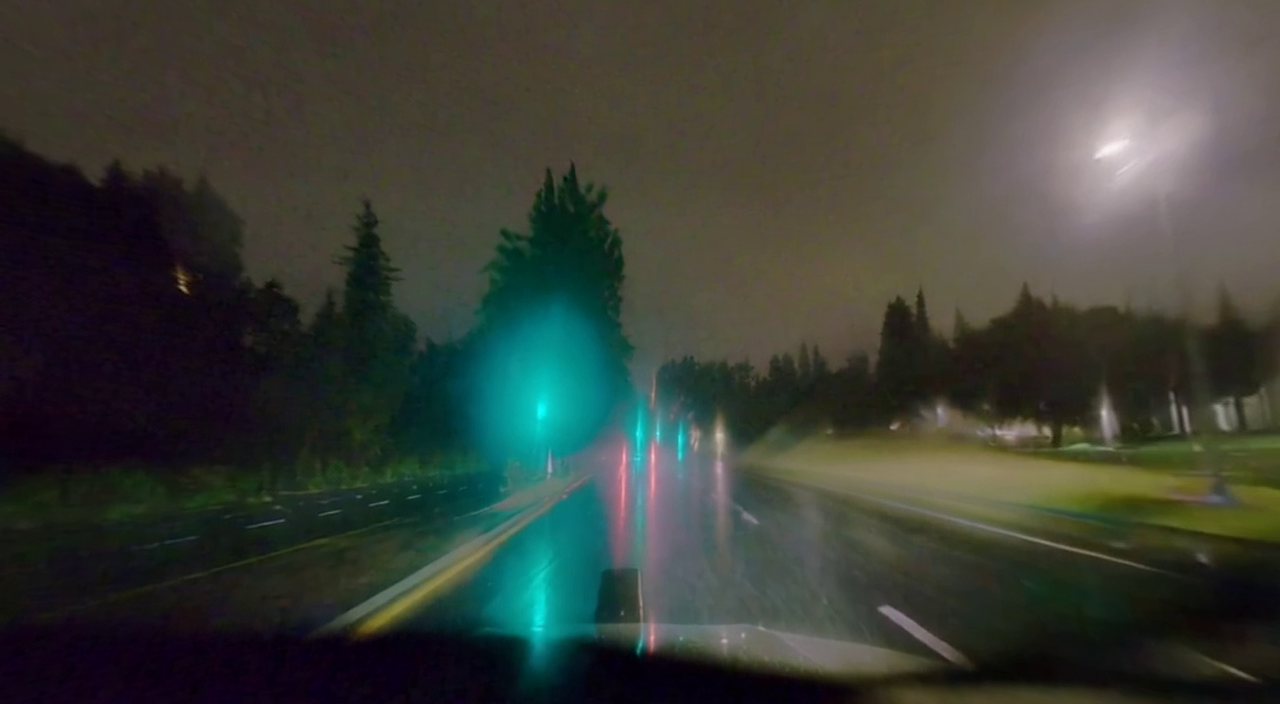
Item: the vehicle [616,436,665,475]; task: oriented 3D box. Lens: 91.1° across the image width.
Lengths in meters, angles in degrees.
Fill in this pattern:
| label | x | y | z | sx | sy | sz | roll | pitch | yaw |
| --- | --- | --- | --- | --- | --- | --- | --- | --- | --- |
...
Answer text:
| label | x | y | z | sx | sy | sz | roll | pitch | yaw |
| --- | --- | --- | --- | --- | --- | --- | --- | --- | --- |
| vehicle | 0.018 | 5.056 | 30.858 | 2.256 | 1.734 | 4.176 | 0 | -8 | 0 |
